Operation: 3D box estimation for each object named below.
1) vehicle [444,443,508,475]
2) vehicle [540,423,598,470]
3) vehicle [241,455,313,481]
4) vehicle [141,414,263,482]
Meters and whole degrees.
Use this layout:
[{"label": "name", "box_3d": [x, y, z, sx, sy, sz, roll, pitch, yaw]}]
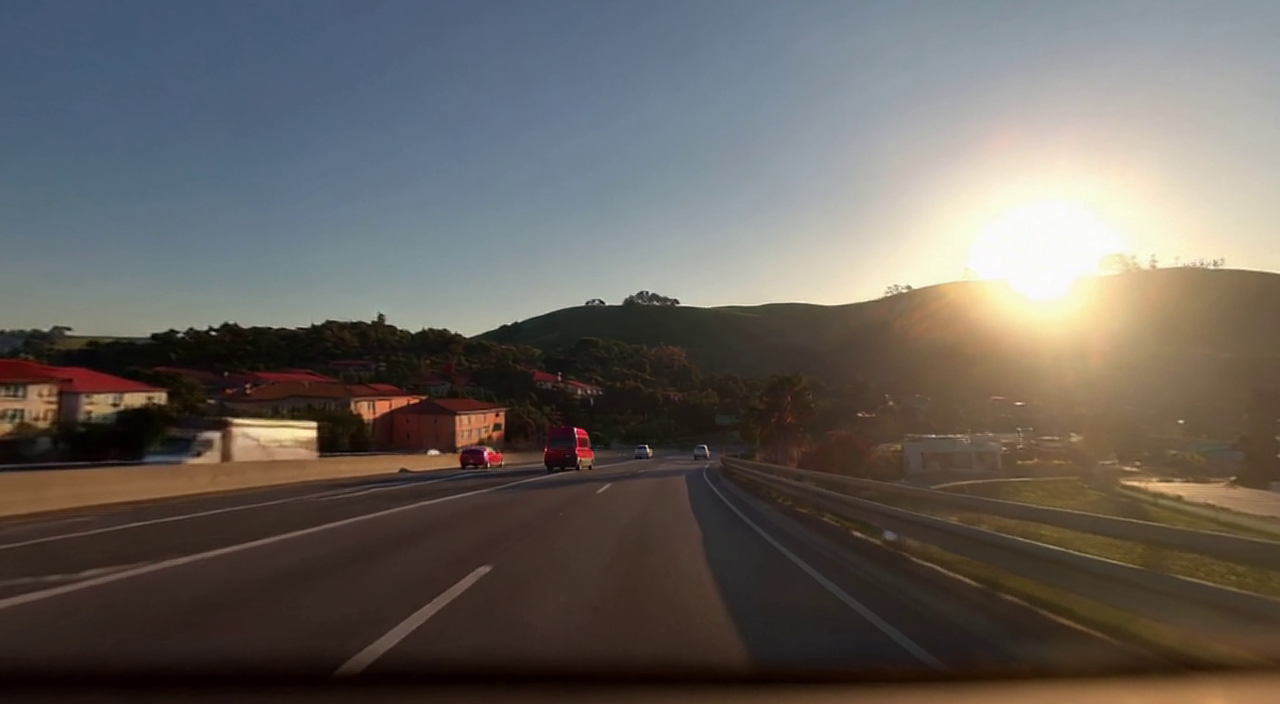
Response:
[{"label": "vehicle", "box_3d": [-8.471, 5.561, 33.093, 1.821, 1.524, 4.342, -1, -9, 6]}, {"label": "vehicle", "box_3d": [-4.351, 6.046, 40.245, 2.314, 2.703, 6.441, -1, -9, 6]}, {"label": "vehicle", "box_3d": [-23.631, 7.558, 41.358, 1.840, 1.530, 4.453, -1, -9, 4]}, {"label": "vehicle", "box_3d": [-28.328, 6.280, 41.297, 3.004, 4.015, 6.271, -1, -9, 4]}]
